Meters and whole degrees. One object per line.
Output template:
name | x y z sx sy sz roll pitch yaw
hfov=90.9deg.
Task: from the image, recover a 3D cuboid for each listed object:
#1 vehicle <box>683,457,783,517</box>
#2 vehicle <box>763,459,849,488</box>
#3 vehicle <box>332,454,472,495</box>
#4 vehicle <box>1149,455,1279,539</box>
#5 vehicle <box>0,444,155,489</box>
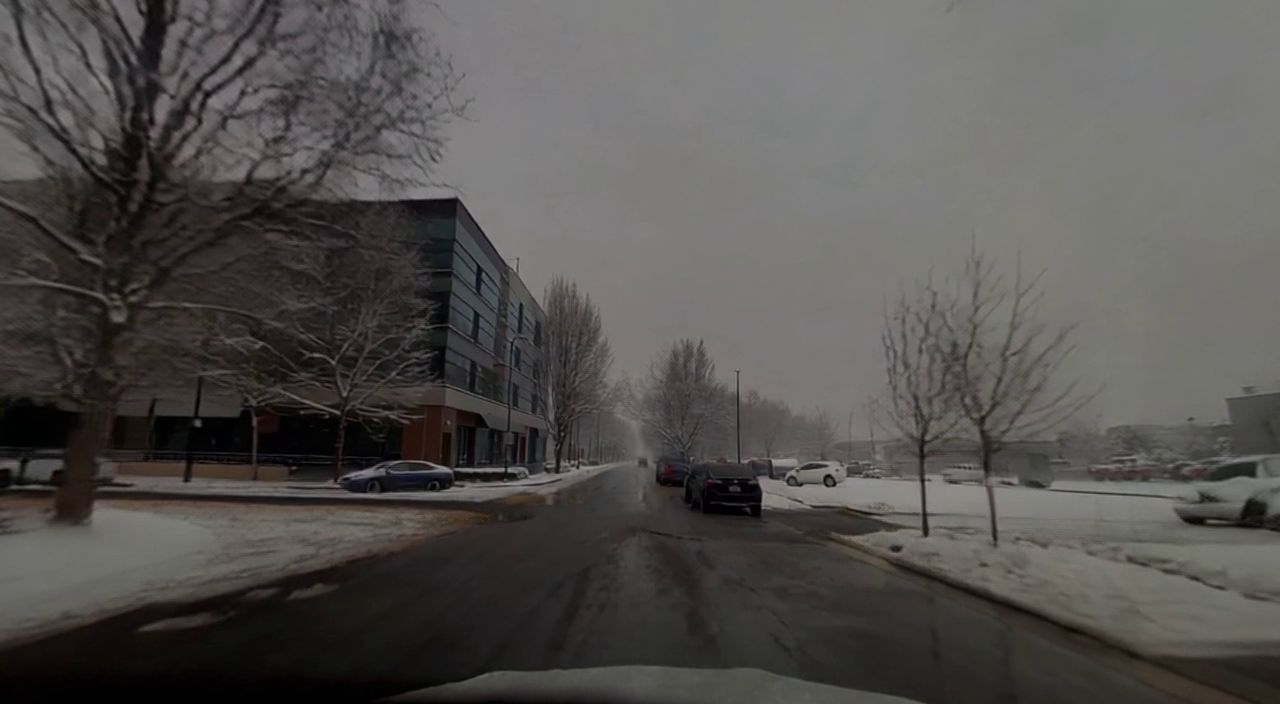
vehicle | 2.425 3.707 17.524 2.073 1.434 3.899 1 -11 -2
vehicle | 10.268 7.573 39.225 4.782 1.698 1.882 1 -11 -3
vehicle | -9.458 4.913 25.312 4.770 1.448 1.983 9 -14 -39
vehicle | 15.178 3.335 14.427 4.824 1.728 2.246 0 -12 8
vehicle | -20.229 4.085 22.467 4.118 1.482 1.889 1 -11 -3
